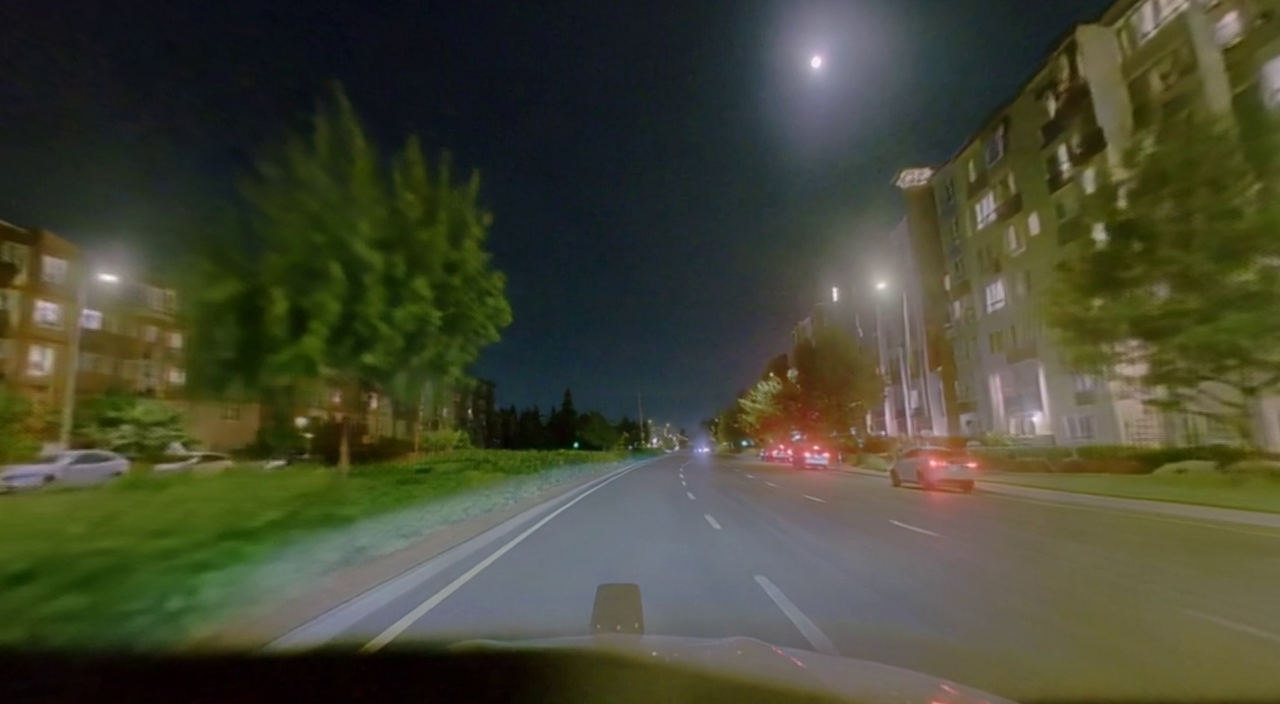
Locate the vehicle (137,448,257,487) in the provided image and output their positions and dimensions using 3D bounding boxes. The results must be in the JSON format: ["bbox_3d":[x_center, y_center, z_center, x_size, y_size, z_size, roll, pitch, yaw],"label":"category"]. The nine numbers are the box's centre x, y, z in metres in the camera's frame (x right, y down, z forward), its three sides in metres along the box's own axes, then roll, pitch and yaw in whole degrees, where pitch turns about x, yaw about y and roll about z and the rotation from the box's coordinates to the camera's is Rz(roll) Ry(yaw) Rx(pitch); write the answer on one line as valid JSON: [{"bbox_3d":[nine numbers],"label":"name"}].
[{"bbox_3d":[-18.760,4.938,27.050,1.795,1.445,4.629,-2,-10,0],"label":"vehicle"}]

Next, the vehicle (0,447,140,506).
[{"bbox_3d":[-19.091,4.007,20.800,1.686,1.671,4.477,0,-8,-2],"label":"vehicle"}]

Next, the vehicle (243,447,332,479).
[{"bbox_3d":[-18.319,5.826,33.137,2.003,1.505,4.332,-3,-10,3],"label":"vehicle"}]

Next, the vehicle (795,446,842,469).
[{"bbox_3d":[11.816,7.025,42.195,1.897,1.455,4.586,0,-9,2],"label":"vehicle"}]

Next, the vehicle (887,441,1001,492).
[{"bbox_3d":[10.663,4.010,22.573,1.992,1.615,4.460,0,-9,3],"label":"vehicle"}]
